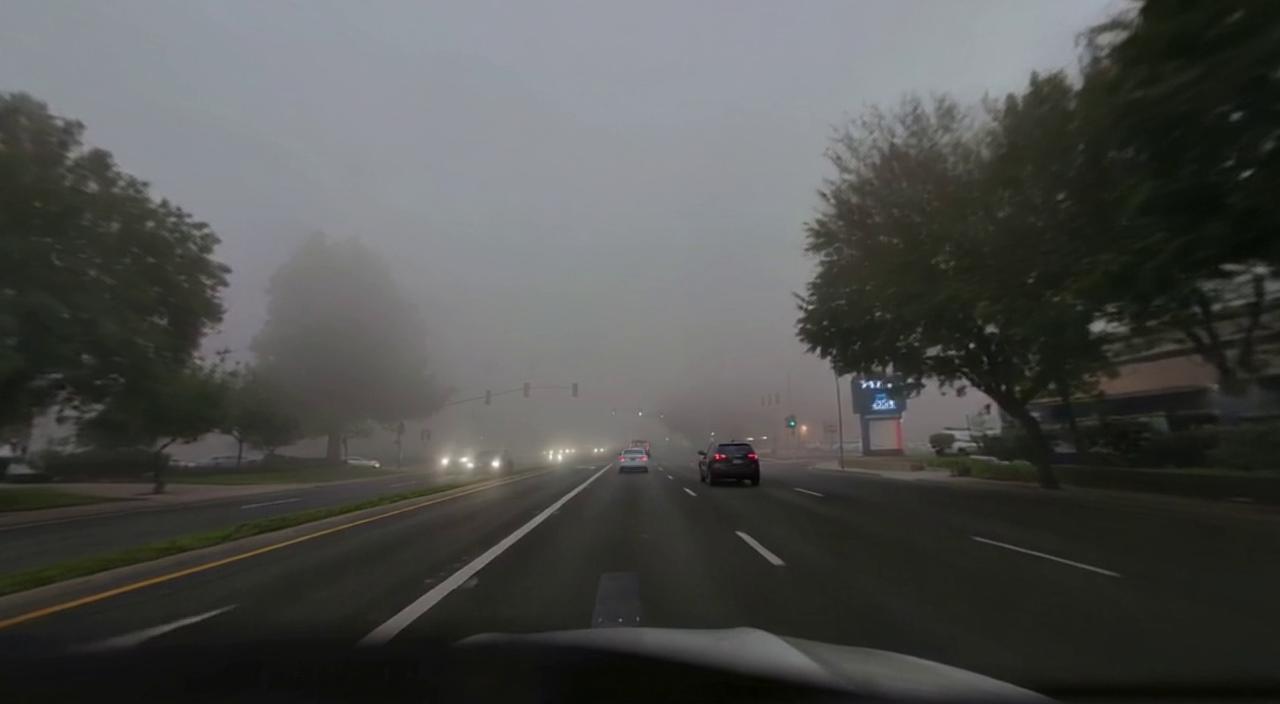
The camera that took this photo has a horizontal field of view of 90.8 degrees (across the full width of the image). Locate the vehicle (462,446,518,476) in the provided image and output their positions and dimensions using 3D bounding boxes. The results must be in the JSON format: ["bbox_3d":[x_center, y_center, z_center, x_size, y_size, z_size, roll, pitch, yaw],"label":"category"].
[{"bbox_3d":[-8.327,6.064,35.430,1.990,1.534,4.630,0,-8,0],"label":"vehicle"}]

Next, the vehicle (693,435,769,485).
[{"bbox_3d":[3.241,3.952,23.384,2.022,1.643,4.326,0,-8,-2],"label":"vehicle"}]

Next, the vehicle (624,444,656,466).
[{"bbox_3d":[-0.003,7.238,44.582,2.135,1.468,4.076,0,-8,-1],"label":"vehicle"}]
